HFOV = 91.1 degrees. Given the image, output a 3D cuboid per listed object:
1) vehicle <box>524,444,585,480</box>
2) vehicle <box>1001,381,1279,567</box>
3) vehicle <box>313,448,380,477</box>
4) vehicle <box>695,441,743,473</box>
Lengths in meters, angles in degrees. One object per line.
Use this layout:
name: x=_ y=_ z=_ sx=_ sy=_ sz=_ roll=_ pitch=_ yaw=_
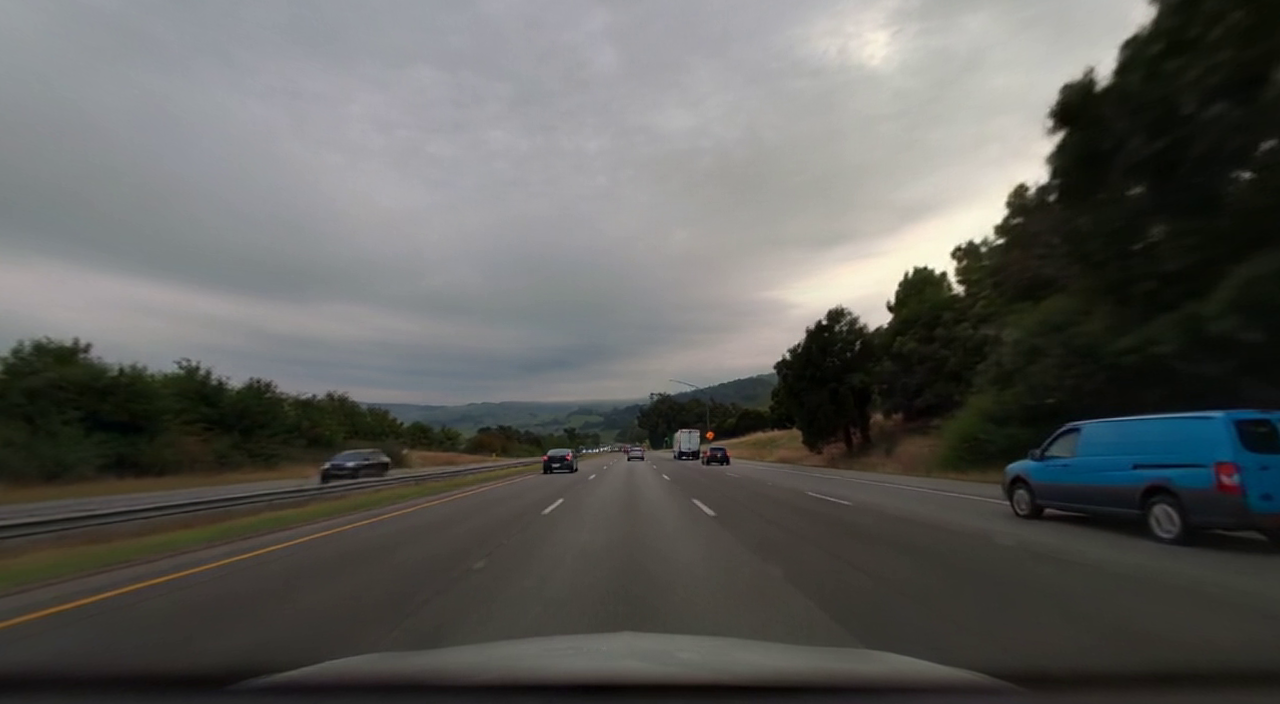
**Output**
vehicle: x=-3.831 y=5.030 z=29.030 sx=2.160 sy=1.530 sz=4.500 roll=0 pitch=-9 yaw=0
vehicle: x=7.746 y=1.636 z=8.957 sx=2.133 sy=1.933 sz=4.986 roll=0 pitch=-9 yaw=-1
vehicle: x=-15.210 y=5.707 z=32.759 sx=1.834 sy=1.406 sz=3.539 roll=0 pitch=-9 yaw=-2
vehicle: x=4.347 y=5.882 z=35.346 sx=2.069 sy=1.625 sz=4.832 roll=0 pitch=-9 yaw=0
